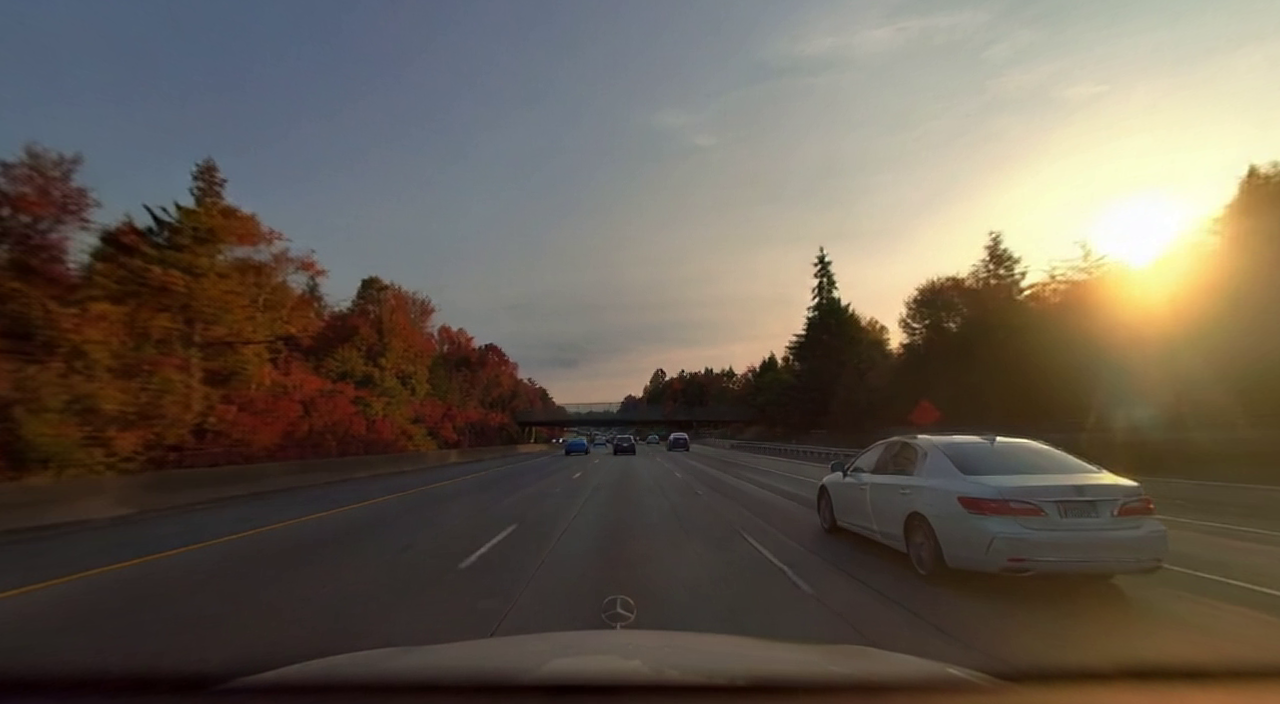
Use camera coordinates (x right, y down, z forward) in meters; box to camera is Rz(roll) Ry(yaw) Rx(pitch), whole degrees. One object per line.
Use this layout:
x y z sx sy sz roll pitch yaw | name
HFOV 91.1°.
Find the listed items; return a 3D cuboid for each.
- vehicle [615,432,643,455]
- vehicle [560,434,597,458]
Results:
-0.867 7.229 49.898 2.157 1.688 4.480 0 -8 0 | vehicle
-4.187 6.459 43.377 2.103 1.507 4.367 0 -8 0 | vehicle
